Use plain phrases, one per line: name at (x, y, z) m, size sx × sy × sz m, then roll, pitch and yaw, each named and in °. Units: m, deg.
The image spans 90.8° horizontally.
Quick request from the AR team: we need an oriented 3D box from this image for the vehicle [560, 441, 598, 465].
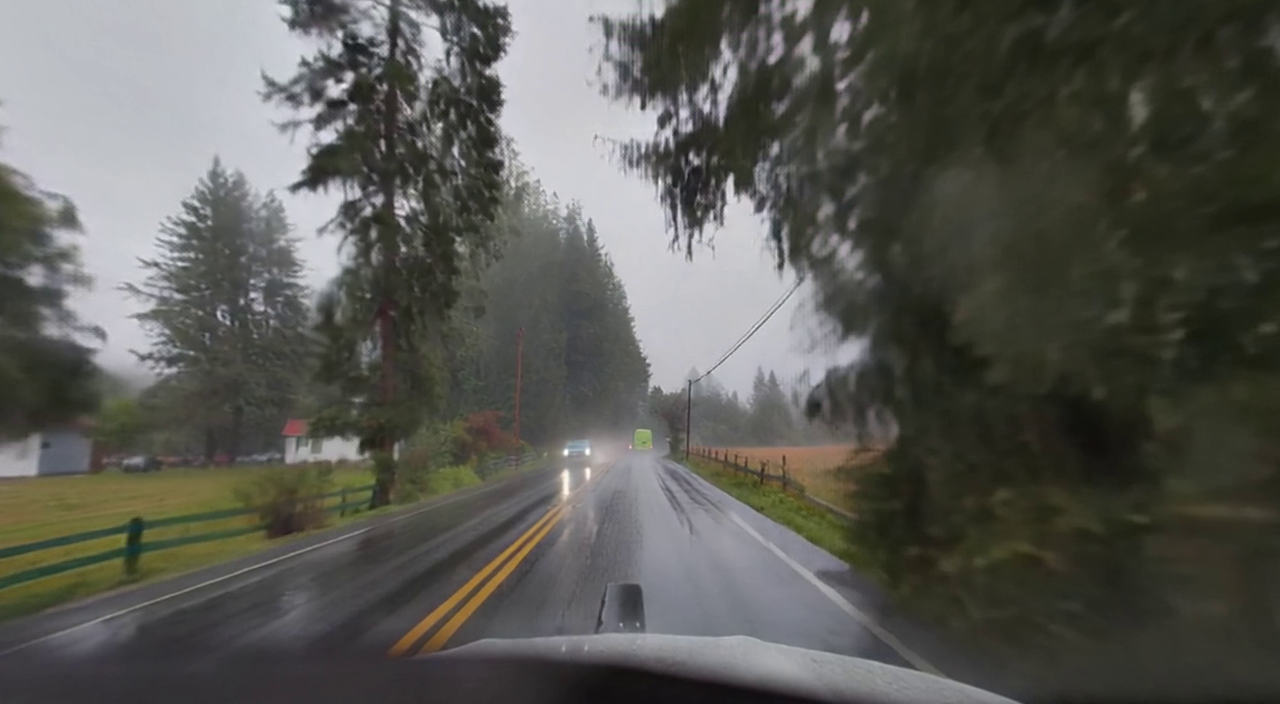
vehicle at (-3.951, 6.637, 41.607) m, size 2.021 × 1.491 × 4.519 m, roll 0°, pitch -8°, yaw 0°
